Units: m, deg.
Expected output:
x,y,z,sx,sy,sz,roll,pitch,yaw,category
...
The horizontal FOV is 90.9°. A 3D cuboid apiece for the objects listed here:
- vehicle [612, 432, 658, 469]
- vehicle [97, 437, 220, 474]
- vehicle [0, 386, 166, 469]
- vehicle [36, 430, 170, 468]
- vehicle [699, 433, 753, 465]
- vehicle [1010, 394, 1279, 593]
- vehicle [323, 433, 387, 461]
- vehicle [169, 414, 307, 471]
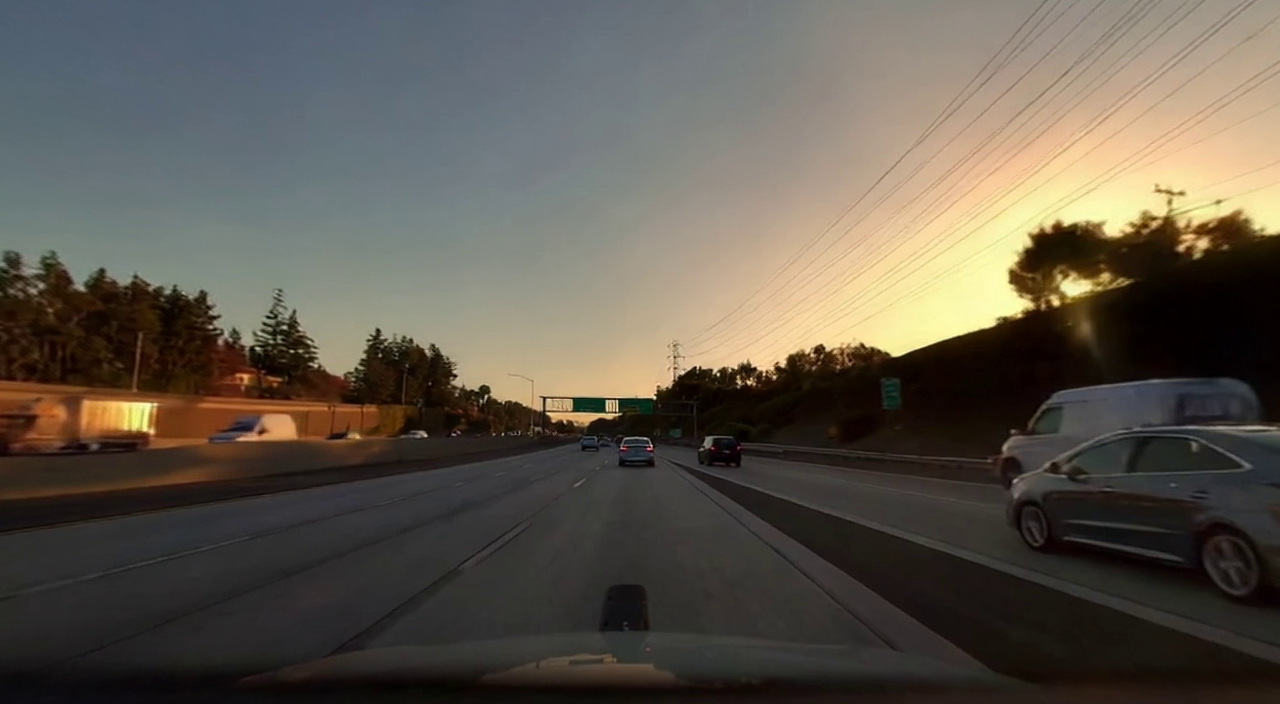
x,y,z,sx,sy,sz,roll,pitch,yaw,category
-0.316,5.057,32.445,2.192,1.769,4.287,0,-8,-2,vehicle
-20.286,4.377,26.846,1.858,1.414,4.389,0,-8,-1,vehicle
-27.490,3.783,30.805,2.807,3.546,7.341,0,-8,-1,vehicle
-24.096,4.382,28.582,2.224,1.589,4.402,0,-8,-1,vehicle
4.889,5.602,36.614,2.099,1.720,4.829,1,-8,-4,vehicle
6.604,1.437,6.849,2.102,1.723,4.745,0,-8,-3,vehicle
-16.602,5.564,36.966,1.838,1.551,4.182,0,-8,-2,vehicle
-16.526,3.796,26.409,2.208,2.085,5.448,0,-8,-1,vehicle
